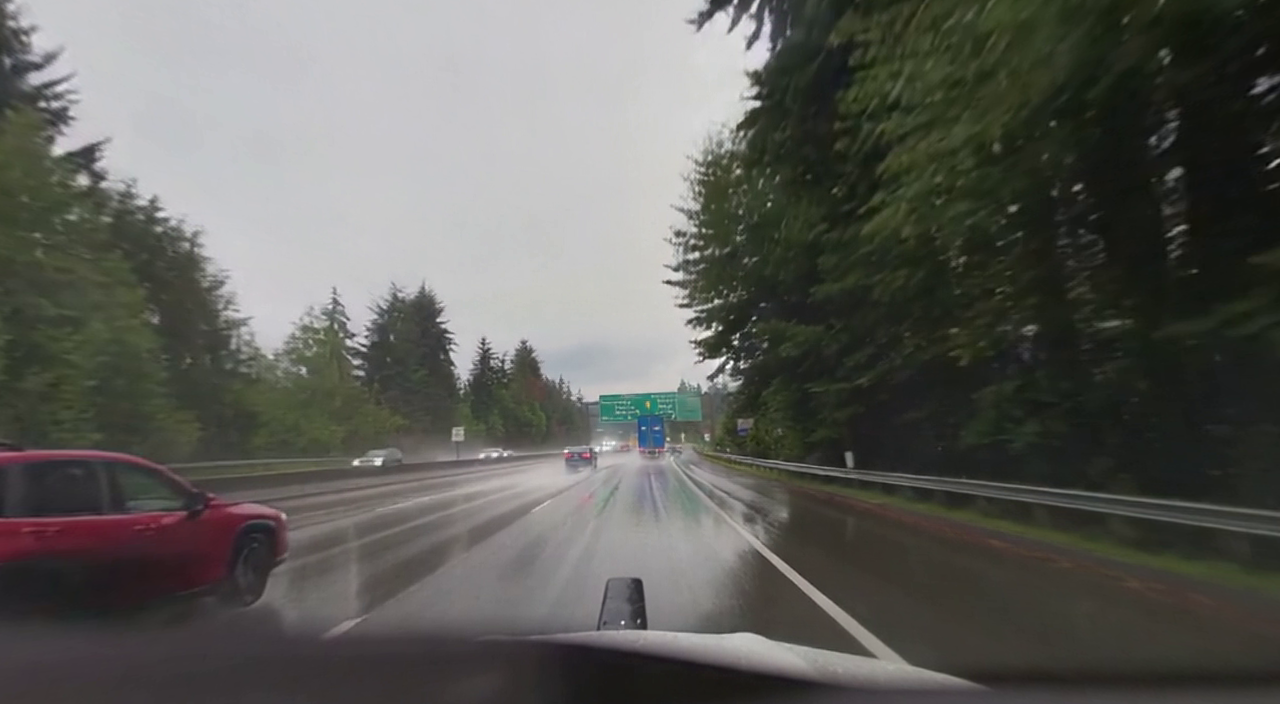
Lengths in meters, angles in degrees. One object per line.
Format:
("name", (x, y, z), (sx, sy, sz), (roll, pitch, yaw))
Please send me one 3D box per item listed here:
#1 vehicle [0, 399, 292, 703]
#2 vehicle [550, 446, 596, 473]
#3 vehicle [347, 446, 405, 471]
("vehicle", (-3.974, 1.001, 2.916), (2.039, 1.532, 4.610), (-1, -9, 1))
("vehicle", (-3.712, 6.024, 35.526), (2.045, 1.430, 3.951), (-1, -9, 1))
("vehicle", (-19.074, 7.699, 45.805), (2.065, 1.665, 4.796), (-1, -9, 1))
